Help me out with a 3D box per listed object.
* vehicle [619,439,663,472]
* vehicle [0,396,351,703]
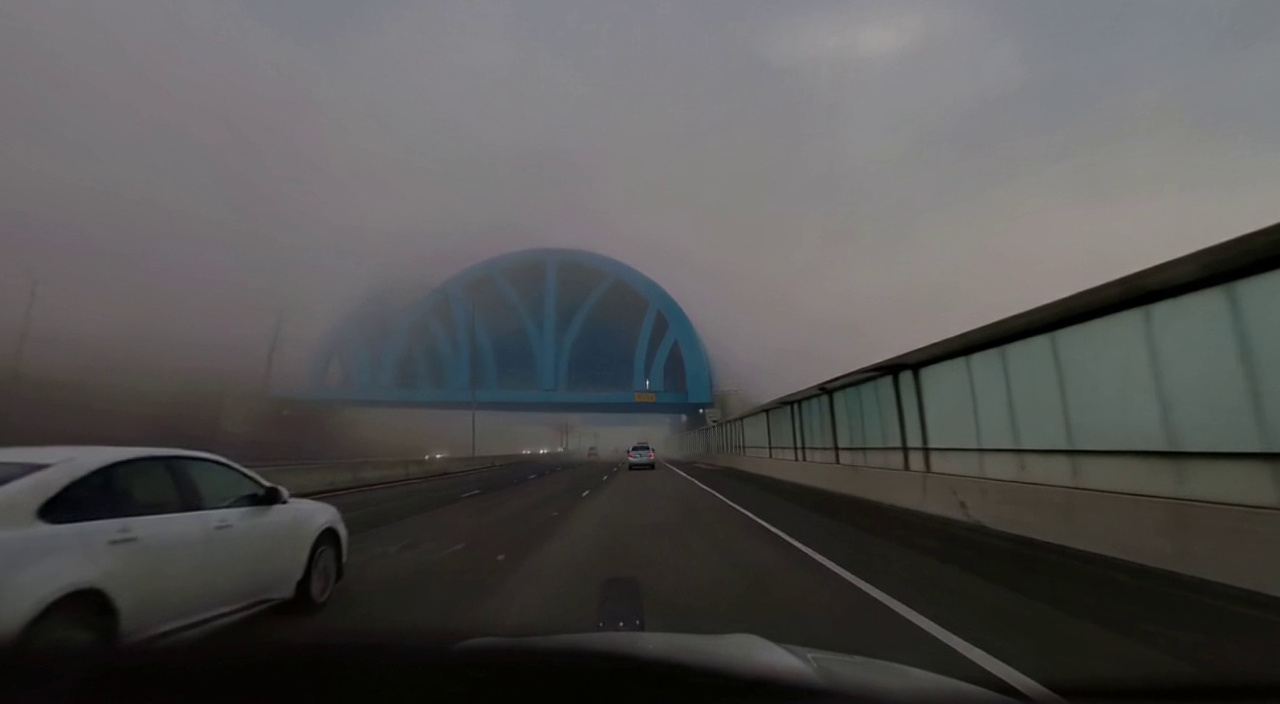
[{"bbox_3d":[0.026,5.798,35.547,2.299,1.716,4.579,0,-9,0],"label":"vehicle"},{"bbox_3d":[-3.398,0.974,2.602,2.095,1.498,4.854,-1,-9,0],"label":"vehicle"}]
